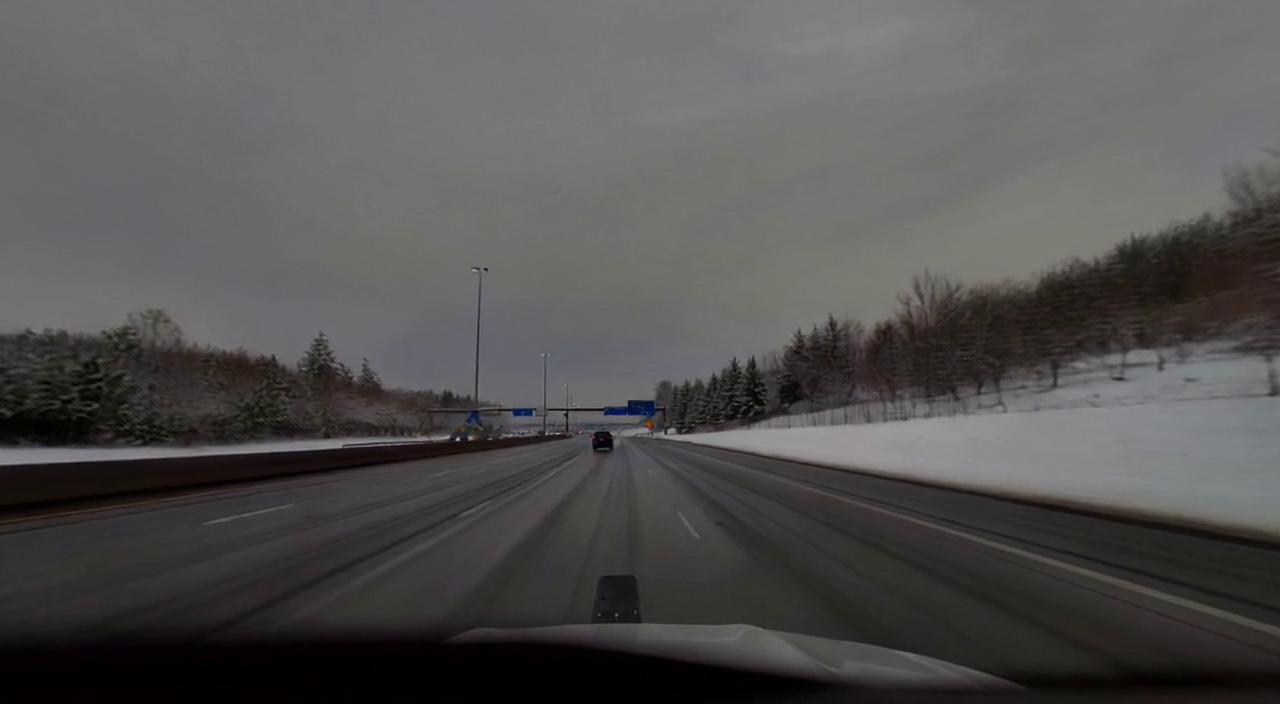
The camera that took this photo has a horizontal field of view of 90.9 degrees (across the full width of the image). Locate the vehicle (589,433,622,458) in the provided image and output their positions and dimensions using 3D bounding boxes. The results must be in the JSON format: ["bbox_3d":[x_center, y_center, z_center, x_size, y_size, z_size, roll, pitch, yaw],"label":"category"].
[{"bbox_3d":[-2.250,6.045,40.931,2.000,1.491,3.913,0,-8,-3],"label":"vehicle"}]
